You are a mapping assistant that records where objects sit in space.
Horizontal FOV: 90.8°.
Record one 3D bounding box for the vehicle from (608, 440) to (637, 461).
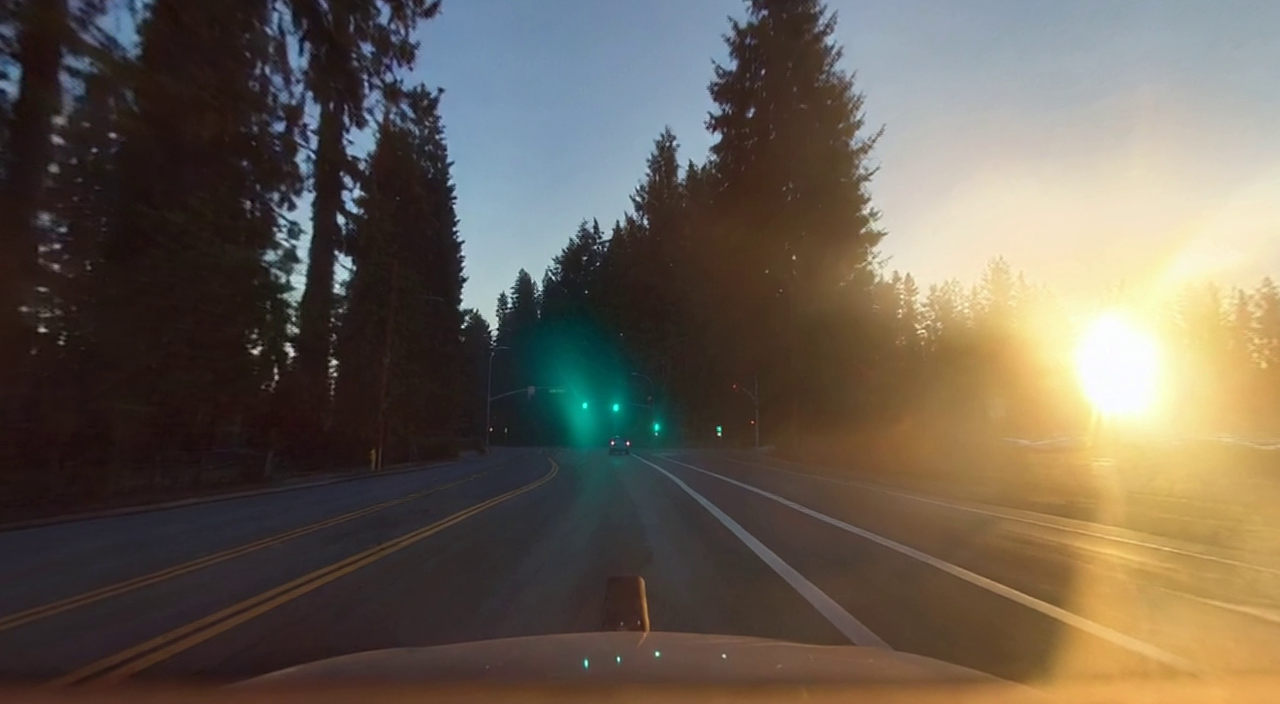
[{"bbox_3d":[-1.401,7.435,48.019,2.042,1.489,3.963,0,-8,-4],"label":"vehicle"}]
